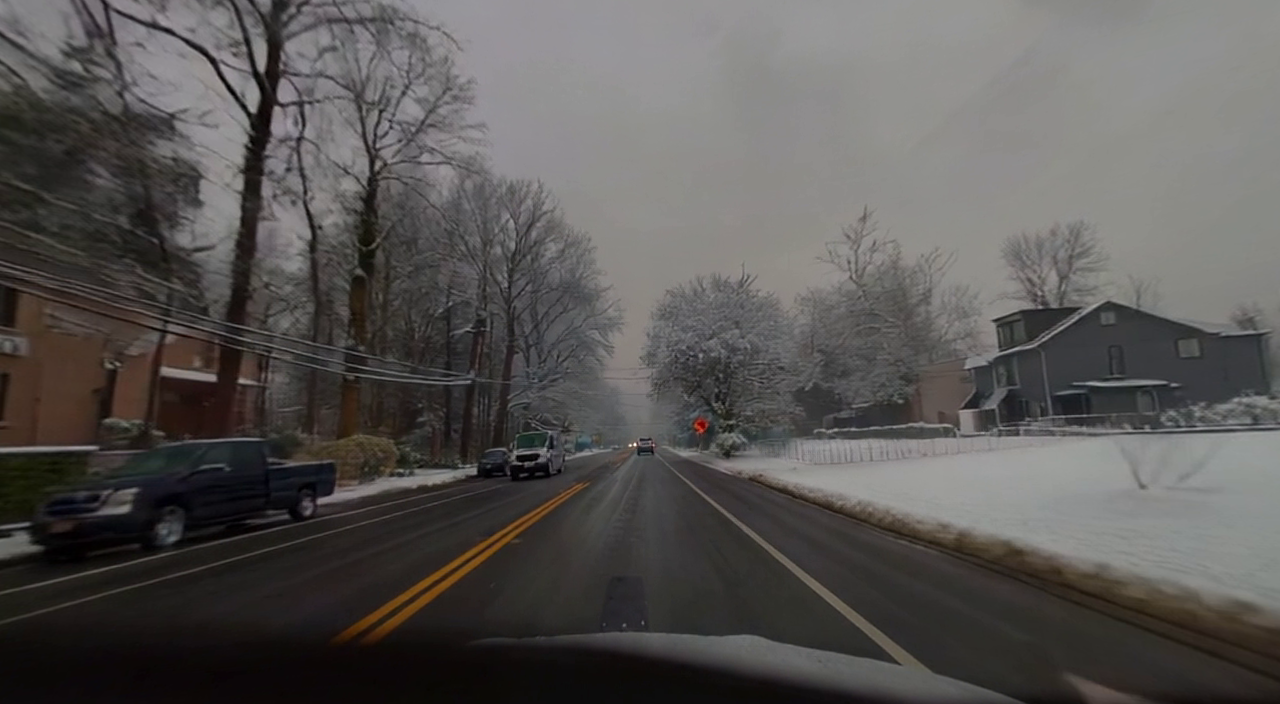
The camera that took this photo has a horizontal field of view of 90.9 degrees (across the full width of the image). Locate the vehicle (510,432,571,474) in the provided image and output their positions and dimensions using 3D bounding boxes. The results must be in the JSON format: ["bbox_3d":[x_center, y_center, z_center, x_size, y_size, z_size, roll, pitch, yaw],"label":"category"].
[{"bbox_3d":[-5.829,6.030,37.804,2.517,2.323,5.205,0,-8,3],"label":"vehicle"}]

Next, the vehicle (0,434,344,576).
[{"bbox_3d":[-8.353,2.637,12.331,2.422,1.855,6.165,-4,-7,-3],"label":"vehicle"}]

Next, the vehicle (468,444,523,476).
[{"bbox_3d":[-8.463,6.325,37.334,2.107,1.745,4.569,0,-8,1],"label":"vehicle"}]
